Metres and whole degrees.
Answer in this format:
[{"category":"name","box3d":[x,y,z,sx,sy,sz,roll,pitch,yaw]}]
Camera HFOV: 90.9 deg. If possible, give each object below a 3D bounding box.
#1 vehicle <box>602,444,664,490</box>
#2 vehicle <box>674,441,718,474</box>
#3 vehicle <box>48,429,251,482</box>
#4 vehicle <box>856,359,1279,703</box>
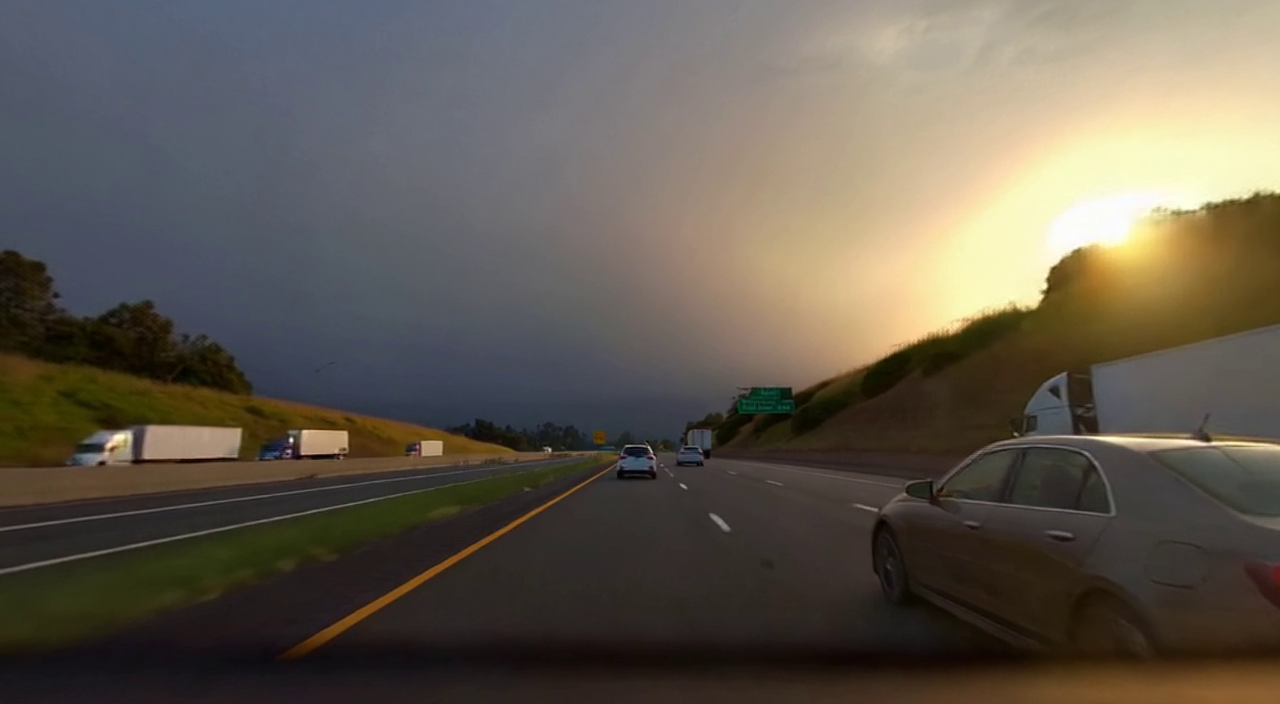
[{"category":"vehicle","box3d":[-0.240,4.007,22.220,1.970,1.441,3.846,0,-9,0]},{"category":"vehicle","box3d":[3.109,5.972,35.773,2.048,1.704,4.284,0,-9,0]},{"category":"vehicle","box3d":[-35.956,7.508,47.840,2.901,3.250,16.142,-2,-7,-1]},{"category":"vehicle","box3d":[2.933,0.995,3.187,1.997,1.534,4.664,0,-9,0]}]
